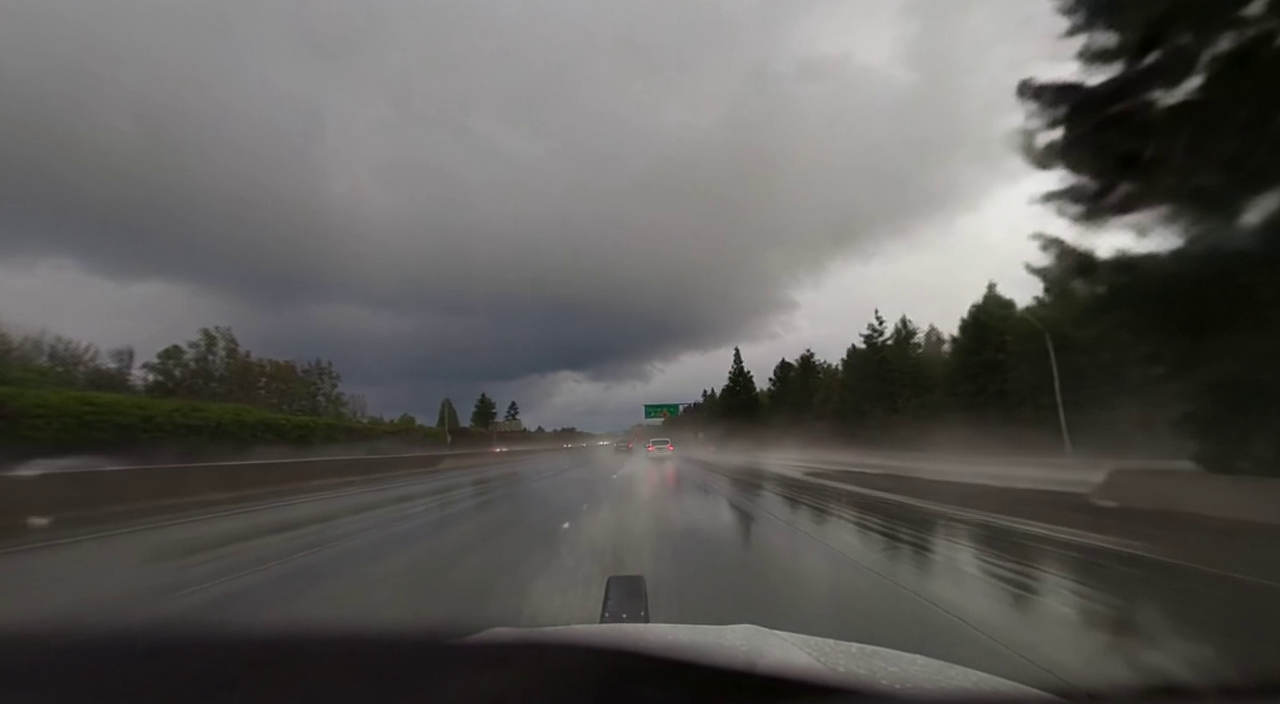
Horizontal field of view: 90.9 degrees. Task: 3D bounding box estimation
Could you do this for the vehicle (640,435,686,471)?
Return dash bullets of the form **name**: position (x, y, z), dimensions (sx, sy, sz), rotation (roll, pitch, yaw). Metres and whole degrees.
- **vehicle**: position (1.160, 5.364, 33.636), dimensions (2.260, 1.766, 4.348), rotation (0, -8, 0)
